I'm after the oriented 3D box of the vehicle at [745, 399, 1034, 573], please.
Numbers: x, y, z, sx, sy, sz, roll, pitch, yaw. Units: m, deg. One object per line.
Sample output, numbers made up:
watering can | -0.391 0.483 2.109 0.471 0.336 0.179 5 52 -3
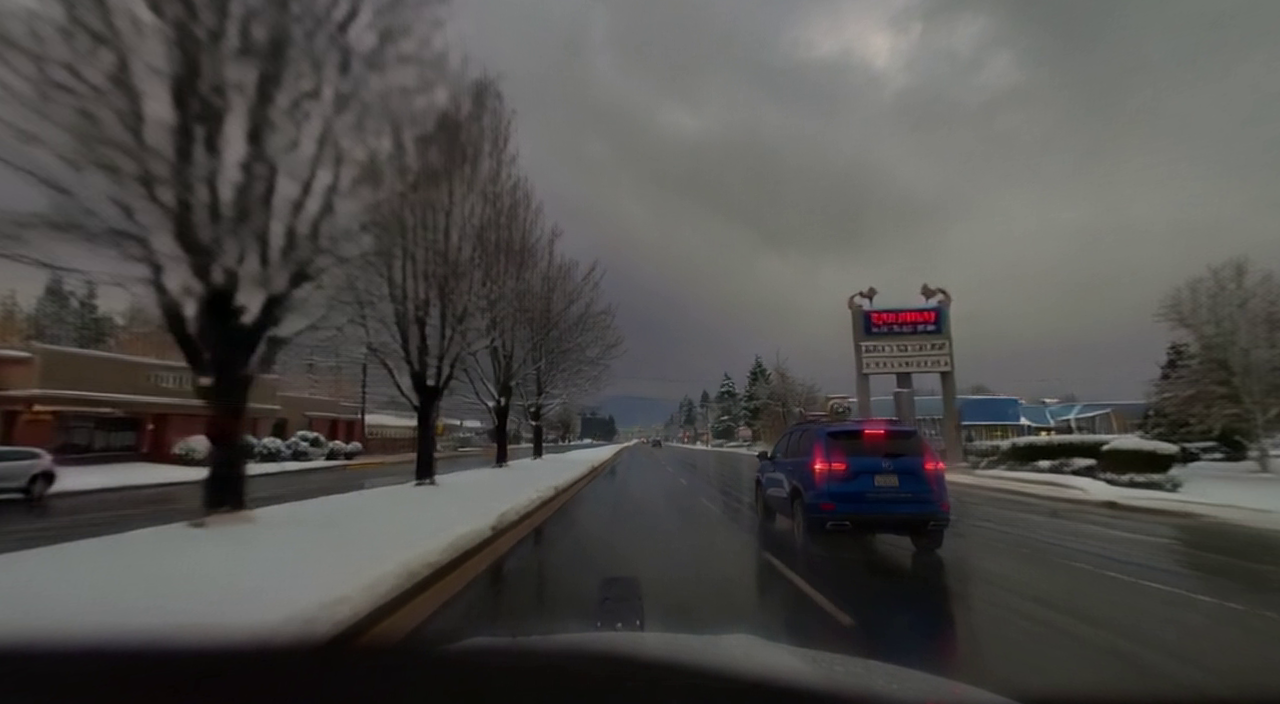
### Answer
vehicle | 2.983 1.737 8.947 2.130 1.790 4.615 0 -9 -1
